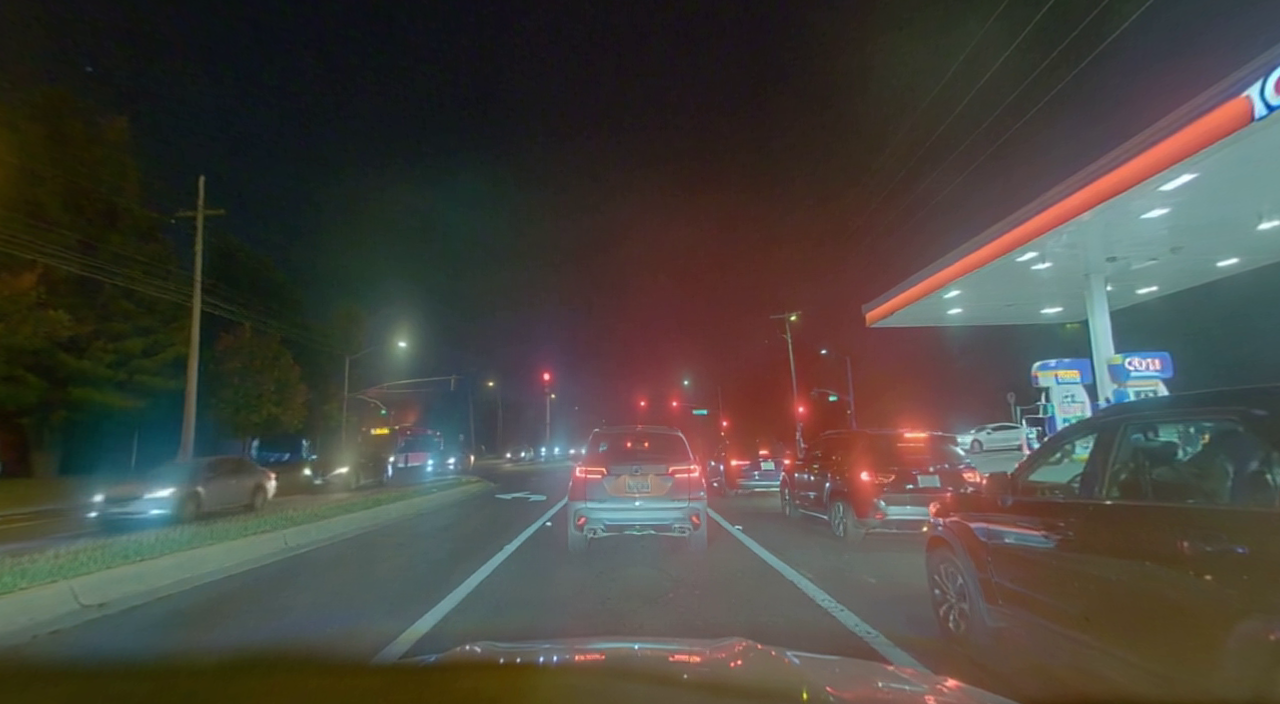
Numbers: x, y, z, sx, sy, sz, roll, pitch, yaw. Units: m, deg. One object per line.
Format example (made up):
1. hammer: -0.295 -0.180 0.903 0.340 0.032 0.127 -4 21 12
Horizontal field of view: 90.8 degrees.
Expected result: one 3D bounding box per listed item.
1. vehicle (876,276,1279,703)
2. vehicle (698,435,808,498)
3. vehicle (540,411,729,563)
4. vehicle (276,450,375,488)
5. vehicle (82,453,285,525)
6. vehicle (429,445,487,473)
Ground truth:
1. vehicle: 3.089 0.840 3.214 2.049 1.813 4.245 0 -9 -1
2. vehicle: 2.885 3.042 17.216 2.040 1.481 4.407 0 -9 -2
3. vehicle: -0.110 1.805 9.118 2.087 1.677 4.053 0 -9 -1
4. vehicle: -13.586 5.053 27.698 1.967 1.486 4.701 0 -9 -1
5. vehicle: -10.357 3.085 14.792 1.812 1.403 3.918 0 -9 0
6. vehicle: -10.640 6.262 37.269 2.030 1.498 4.690 0 -9 0
